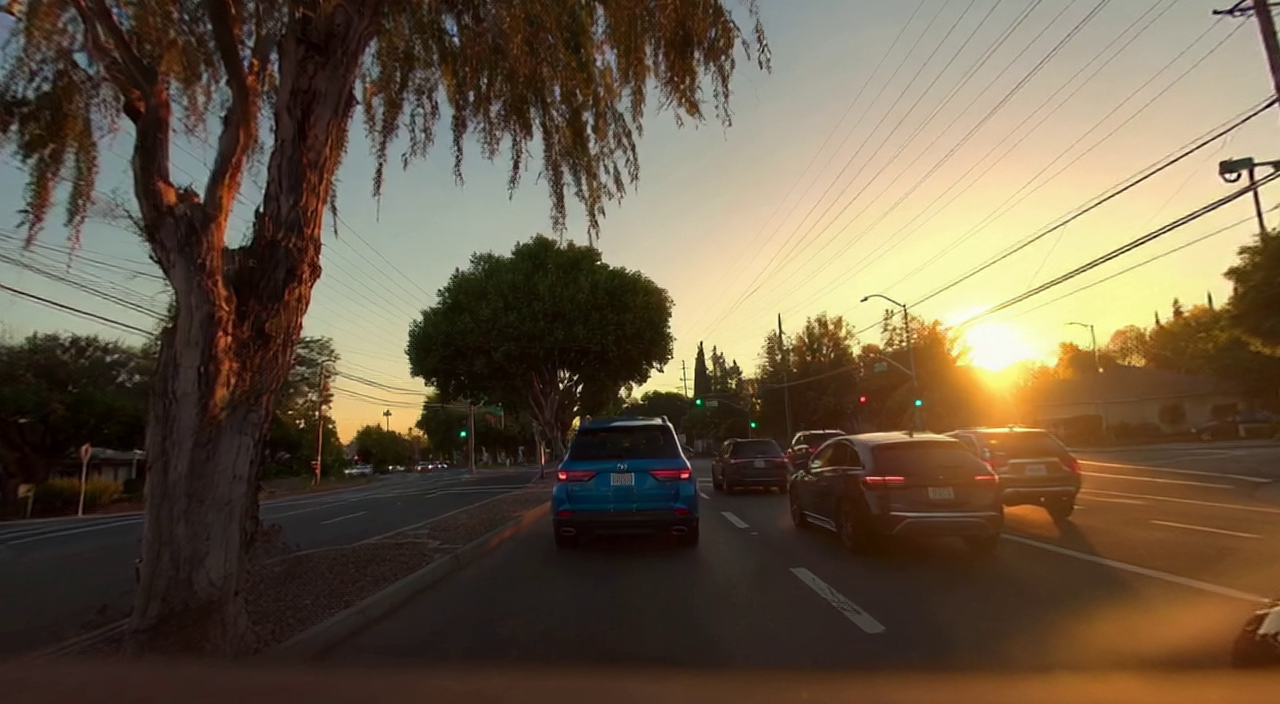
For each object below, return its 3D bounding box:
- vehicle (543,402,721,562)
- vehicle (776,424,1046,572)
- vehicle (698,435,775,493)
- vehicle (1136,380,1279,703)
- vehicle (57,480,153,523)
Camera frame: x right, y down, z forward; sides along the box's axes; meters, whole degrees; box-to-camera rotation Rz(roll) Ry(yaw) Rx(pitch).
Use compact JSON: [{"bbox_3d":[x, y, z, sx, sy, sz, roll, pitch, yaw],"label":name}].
[{"bbox_3d":[-0.141,1.957,10.173,2.231,1.998,4.254,0,-9,-1],"label":"vehicle"},{"bbox_3d":[3.430,1.919,9.132,1.880,1.579,4.401,0,-9,-1],"label":"vehicle"},{"bbox_3d":[3.161,3.755,21.556,1.915,1.765,4.047,0,-9,-1],"label":"vehicle"},{"bbox_3d":[3.282,0.629,0.735,1.889,1.517,4.308,0,-9,0],"label":"vehicle"},{"bbox_3d":[-26.390,7.393,31.168,4.526,1.715,1.989,-10,-13,28],"label":"vehicle"}]
